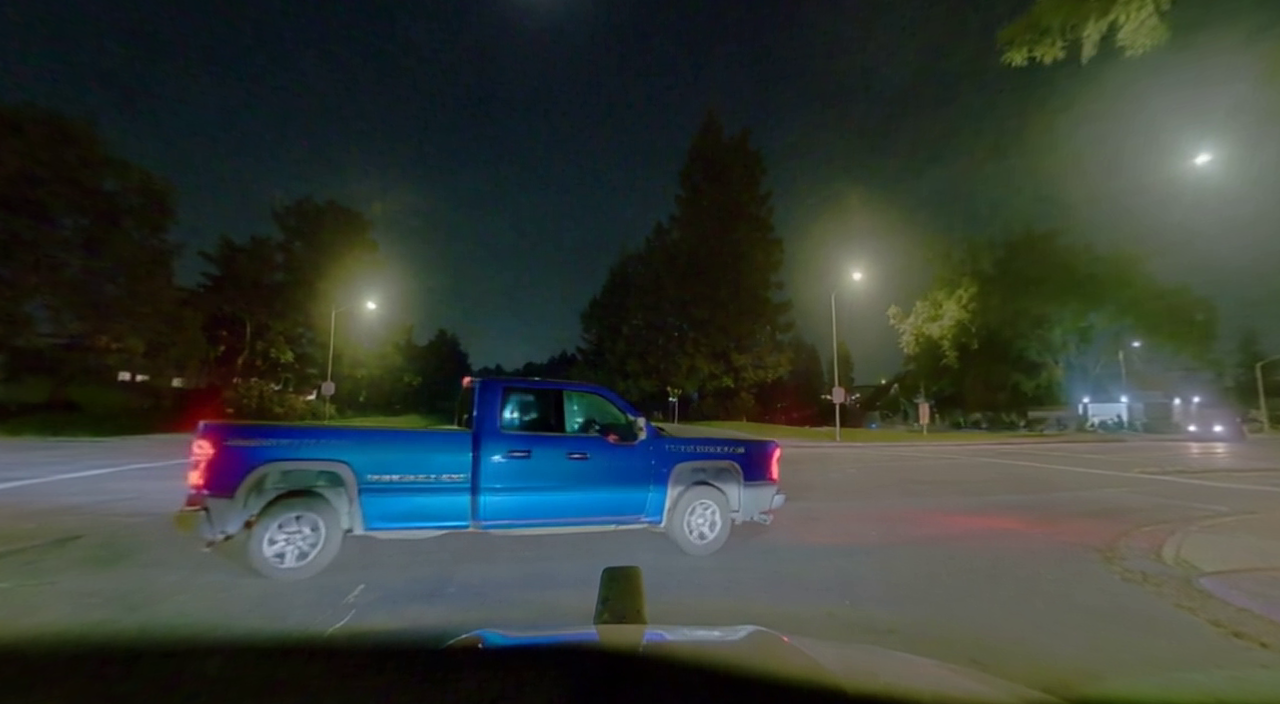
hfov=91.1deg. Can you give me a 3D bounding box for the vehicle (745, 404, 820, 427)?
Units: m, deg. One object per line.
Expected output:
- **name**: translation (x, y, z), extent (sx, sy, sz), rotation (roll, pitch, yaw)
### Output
- **vehicle**: translation (9.837, 4.430, 43.441), extent (4.674, 1.483, 1.745), rotation (1, -8, -7)

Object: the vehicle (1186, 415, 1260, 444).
- **vehicle**: translation (39.472, 5.286, 42.451), extent (5.333, 1.837, 2.124), rotation (5, -10, -32)
